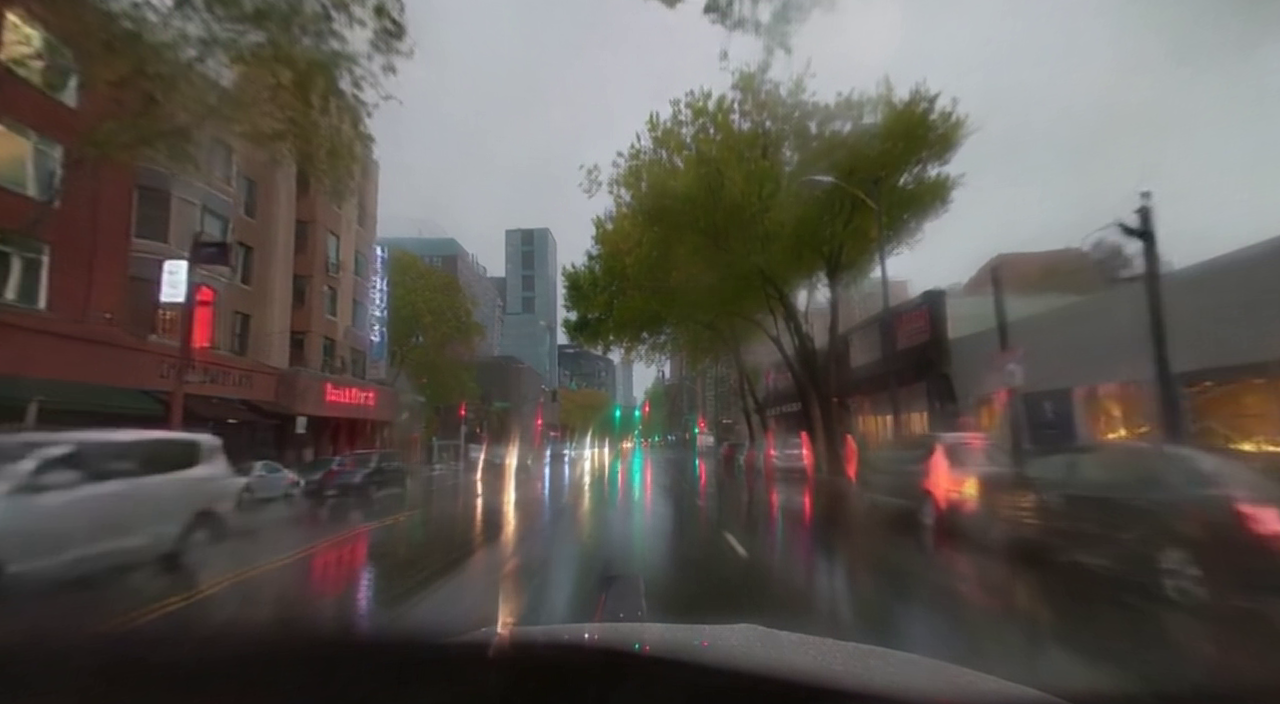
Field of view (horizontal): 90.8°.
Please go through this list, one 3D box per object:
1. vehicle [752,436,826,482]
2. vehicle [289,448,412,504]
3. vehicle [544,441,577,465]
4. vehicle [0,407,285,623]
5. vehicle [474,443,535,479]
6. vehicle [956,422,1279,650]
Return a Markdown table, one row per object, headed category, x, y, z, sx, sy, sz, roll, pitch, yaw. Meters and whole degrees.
| category | x | y | z | sx | sy | sz | roll | pitch | yaw |
| --- | --- | --- | --- | --- | --- | --- | --- | --- | --- |
| vehicle | 6.056 | 4.402 | 26.249 | 2.047 | 1.720 | 4.353 | 0 | -8 | 0 |
| vehicle | -9.056 | 3.868 | 20.204 | 1.937 | 1.548 | 4.179 | 0 | -8 | 0 |
| vehicle | -6.210 | 7.981 | 49.971 | 2.020 | 1.754 | 4.442 | 0 | -8 | 0 |
| vehicle | -6.332 | 1.630 | 7.100 | 2.095 | 1.759 | 4.413 | 0 | -8 | 0 |
| vehicle | -6.178 | 5.003 | 29.320 | 1.898 | 1.532 | 4.337 | 0 | -8 | 0 |
| vehicle | 5.580 | 1.676 | 6.914 | 1.899 | 1.642 | 4.463 | 0 | -8 | 0 |
